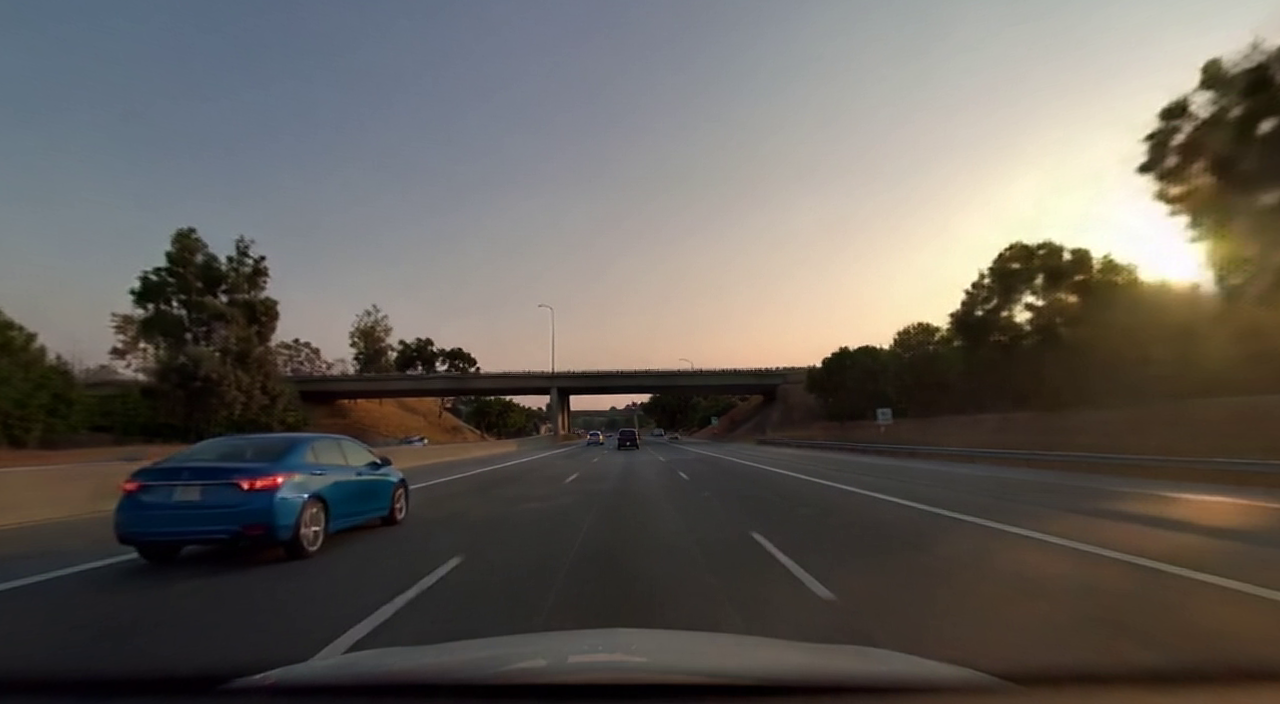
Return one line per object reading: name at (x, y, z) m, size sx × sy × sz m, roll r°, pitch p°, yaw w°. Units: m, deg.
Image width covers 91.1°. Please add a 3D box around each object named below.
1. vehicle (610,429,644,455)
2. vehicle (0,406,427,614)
vehicle at (-0.814, 5.929, 41.430) m, size 2.116 × 1.625 × 4.004 m, roll 0°, pitch -8°, yaw -1°
vehicle at (-4.157, 1.478, 6.997) m, size 2.017 × 1.537 × 4.496 m, roll 0°, pitch -8°, yaw 0°
